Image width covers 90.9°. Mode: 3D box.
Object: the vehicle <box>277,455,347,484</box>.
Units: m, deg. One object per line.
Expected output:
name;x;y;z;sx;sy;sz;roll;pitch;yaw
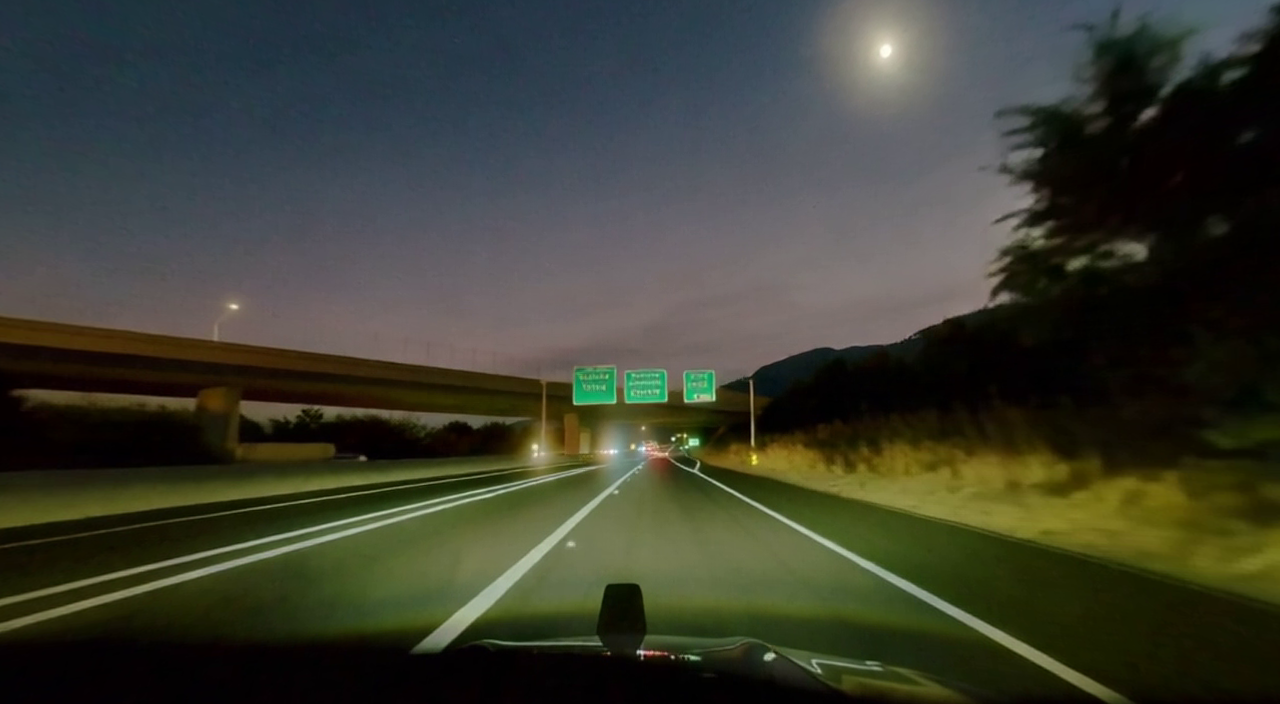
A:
vehicle;-18.232;6.534;35.225;1.756;1.438;3.866;0;-9;1
